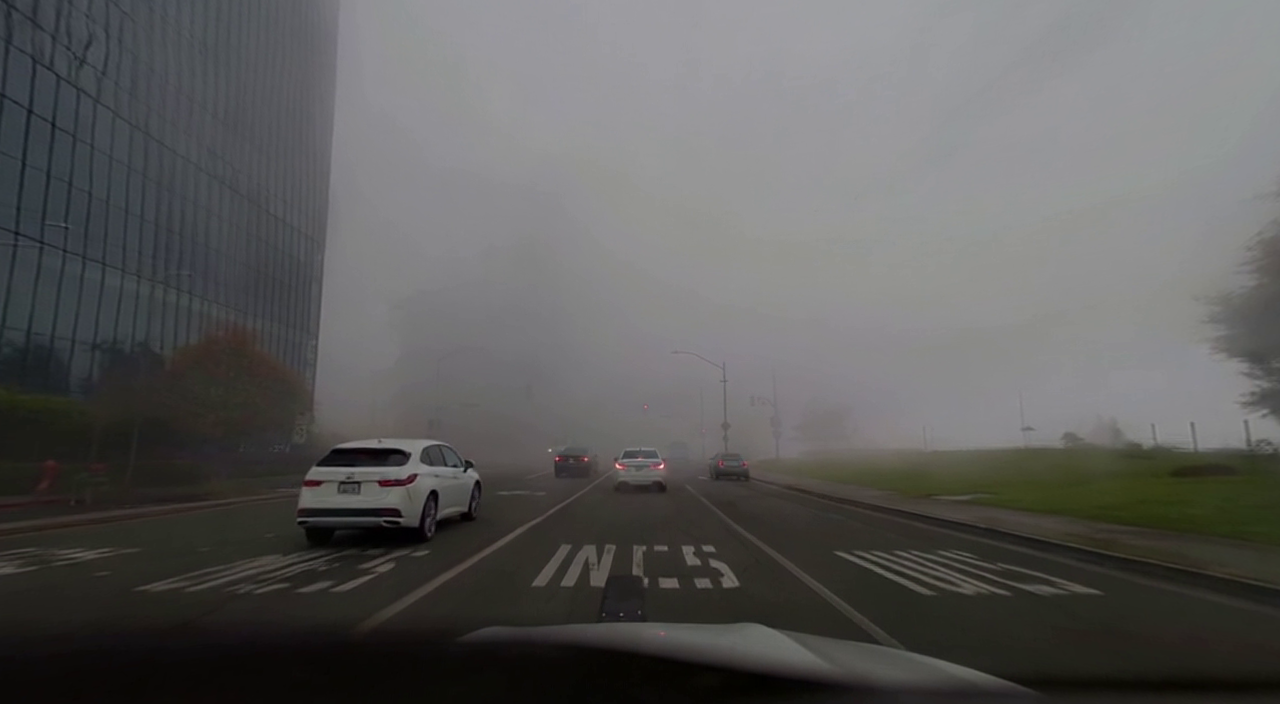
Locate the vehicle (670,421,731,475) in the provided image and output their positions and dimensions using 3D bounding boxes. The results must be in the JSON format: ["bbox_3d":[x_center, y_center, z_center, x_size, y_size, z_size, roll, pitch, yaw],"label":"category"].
[{"bbox_3d":[4.009,6.866,45.177,3.074,3.316,12.953,0,-9,0],"label":"vehicle"}]

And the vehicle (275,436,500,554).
[{"bbox_3d":[-3.780,2.189,10.395,1.933,1.520,4.195,0,-9,0],"label":"vehicle"}]

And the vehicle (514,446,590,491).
[{"bbox_3d":[-3.193,4.339,23.807,2.044,1.508,4.479,0,-9,2],"label":"vehicle"}]

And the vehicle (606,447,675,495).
[{"bbox_3d":[0.054,4.123,22.249,2.174,1.509,4.374,0,-9,1],"label":"vehicle"}]

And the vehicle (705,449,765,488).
[{"bbox_3d":[4.020,4.982,27.351,1.940,1.514,4.187,0,-9,0],"label":"vehicle"}]
